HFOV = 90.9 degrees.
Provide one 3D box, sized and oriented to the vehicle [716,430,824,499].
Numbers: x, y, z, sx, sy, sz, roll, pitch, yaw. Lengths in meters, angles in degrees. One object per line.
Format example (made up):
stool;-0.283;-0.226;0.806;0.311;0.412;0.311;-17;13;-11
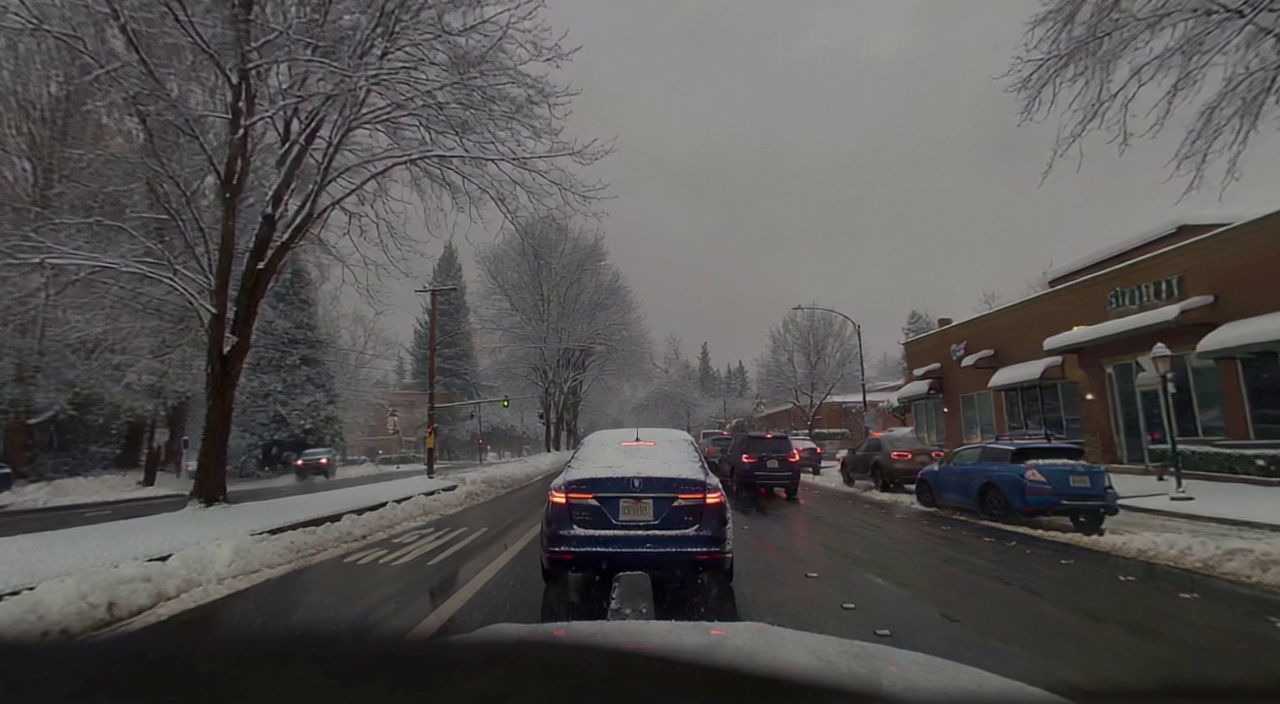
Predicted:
vehicle;3.608;3.207;18.457;2.114;1.736;4.553;0;-8;-1

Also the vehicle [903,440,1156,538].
vehicle;6.836;2.402;11.795;1.911;1.468;4.417;0;-8;0

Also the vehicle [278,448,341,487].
vehicle;-16.741;5.743;31.789;2.163;1.743;4.428;6;-10;-34

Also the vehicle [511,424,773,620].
vehicle;-0.017;1.609;7.021;1.977;1.465;4.376;0;-8;-1
